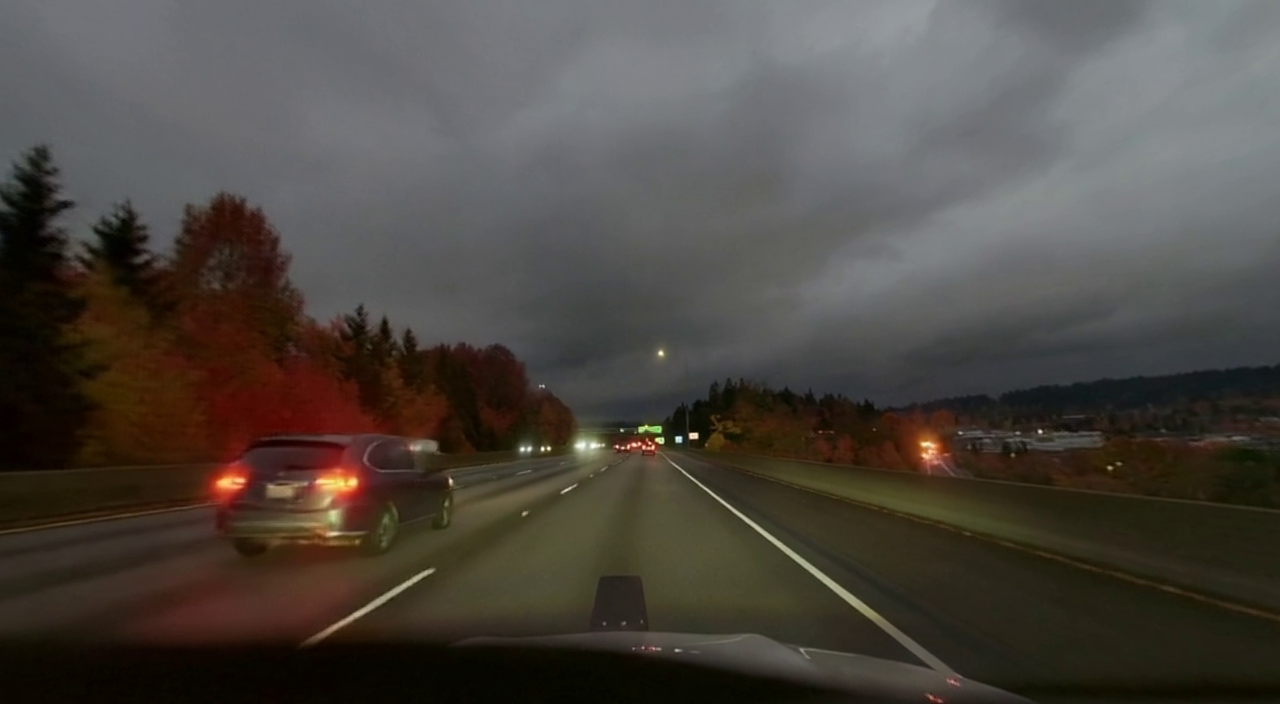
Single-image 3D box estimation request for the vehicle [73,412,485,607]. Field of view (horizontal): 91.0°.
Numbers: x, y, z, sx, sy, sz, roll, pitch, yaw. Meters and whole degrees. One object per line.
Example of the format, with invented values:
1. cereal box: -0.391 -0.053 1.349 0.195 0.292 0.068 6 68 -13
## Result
1. vehicle: -3.555 1.633 7.605 2.061 1.572 4.814 0 -8 1
